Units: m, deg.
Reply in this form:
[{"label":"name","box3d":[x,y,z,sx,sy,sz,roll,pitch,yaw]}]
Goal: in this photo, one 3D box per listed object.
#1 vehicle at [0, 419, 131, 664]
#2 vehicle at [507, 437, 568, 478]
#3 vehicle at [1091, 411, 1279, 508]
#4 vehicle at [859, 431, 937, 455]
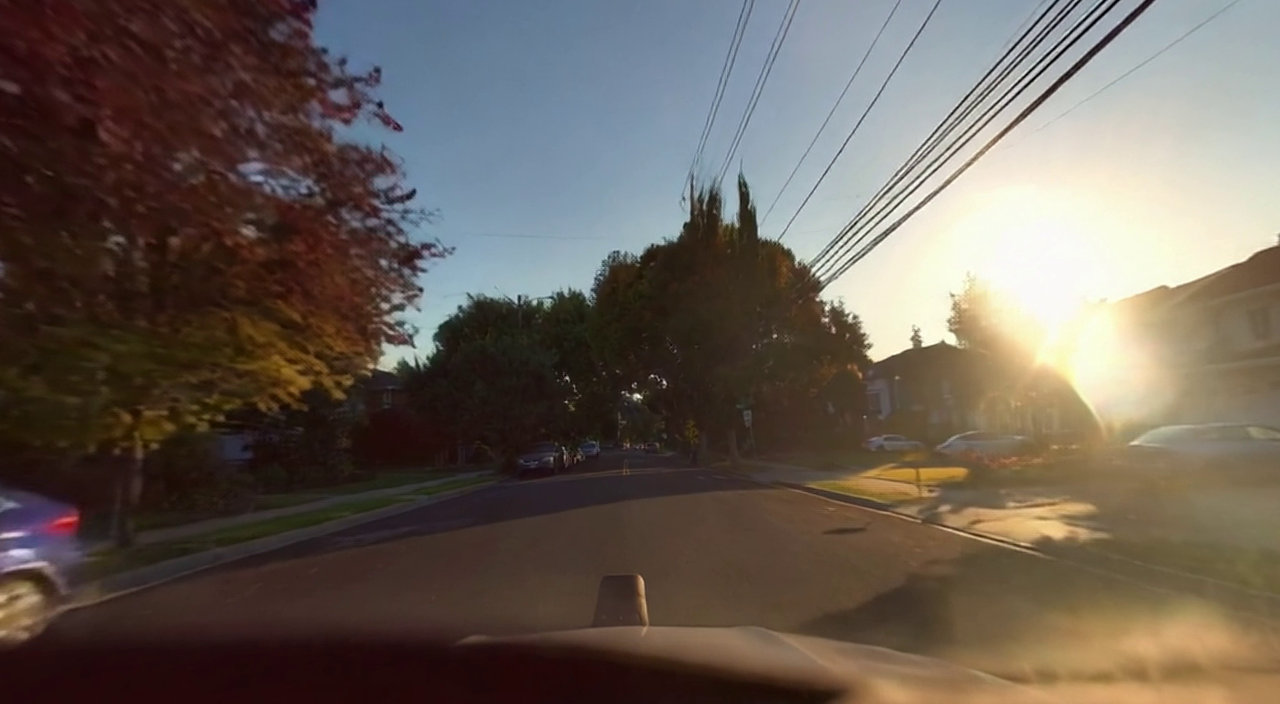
[{"label":"vehicle","box3d":[-5.411,1.231,3.349,1.970,1.666,4.223,-3,-7,-1]},{"label":"vehicle","box3d":[-5.818,6.026,36.596,2.411,1.979,5.915,-5,-8,0]},{"label":"vehicle","box3d":[11.805,2.051,12.407,4.226,1.679,1.983,-3,-8,6]},{"label":"vehicle","box3d":[17.617,6.257,43.290,4.372,1.490,2.032,-1,-11,2]}]
